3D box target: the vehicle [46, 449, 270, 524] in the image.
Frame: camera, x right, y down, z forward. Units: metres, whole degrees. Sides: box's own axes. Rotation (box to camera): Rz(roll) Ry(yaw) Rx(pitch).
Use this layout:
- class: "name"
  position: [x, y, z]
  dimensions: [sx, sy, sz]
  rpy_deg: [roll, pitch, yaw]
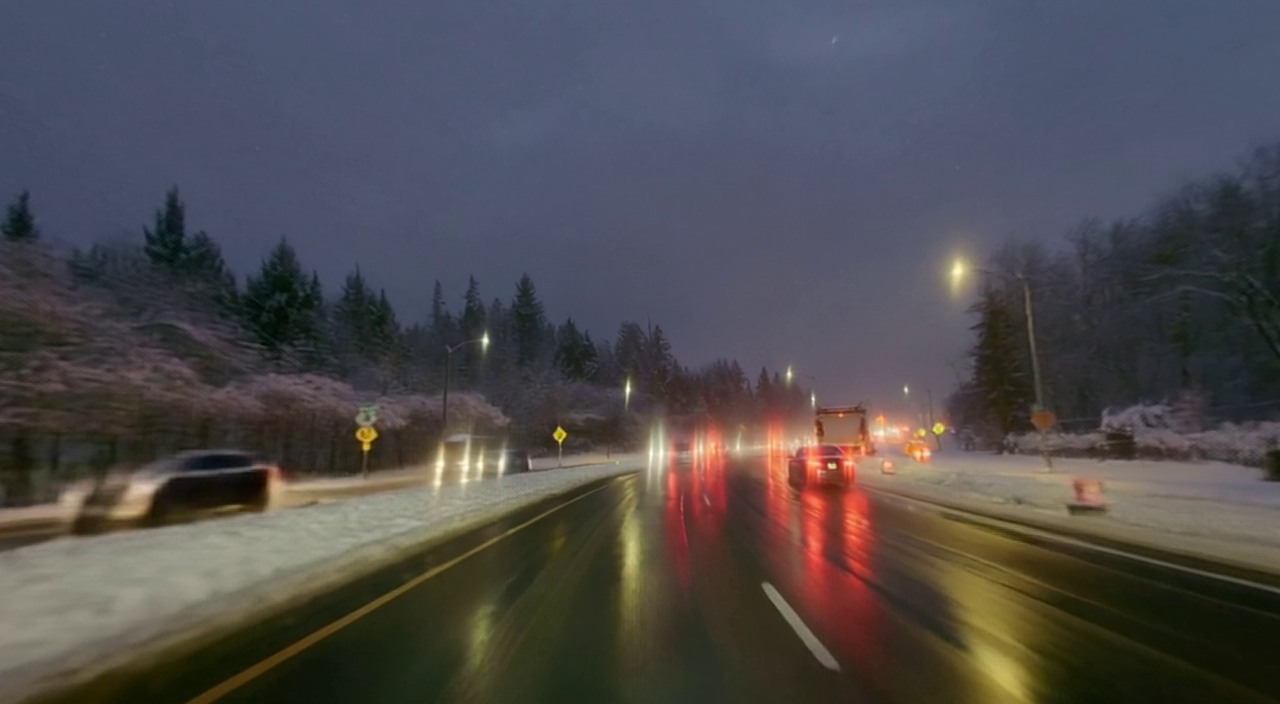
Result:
- class: "vehicle"
  position: [-11.705, 3.269, 15.868]
  dimensions: [2.051, 1.569, 4.425]
  rpy_deg: [-1, -9, 1]

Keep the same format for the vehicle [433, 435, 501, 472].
- class: "vehicle"
  position: [-12.352, 7.305, 45.576]
  dimensions: [2.569, 2.444, 5.774]
  rpy_deg: [-1, -9, 8]

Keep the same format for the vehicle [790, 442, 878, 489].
- class: "vehicle"
  position: [6.668, 3.923, 22.196]
  dimensions: [2.044, 1.474, 4.083]
  rpy_deg: [-1, -8, 4]

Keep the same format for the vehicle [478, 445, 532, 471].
- class: "vehicle"
  position: [-8.815, 6.930, 41.664]
  dimensions: [1.903, 1.593, 4.593]
  rpy_deg: [-1, -9, 10]

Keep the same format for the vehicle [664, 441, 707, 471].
- class: "vehicle"
  position: [2.811, 6.223, 38.051]
  dimensions: [2.201, 1.676, 4.541]
  rpy_deg: [-1, -9, 9]
